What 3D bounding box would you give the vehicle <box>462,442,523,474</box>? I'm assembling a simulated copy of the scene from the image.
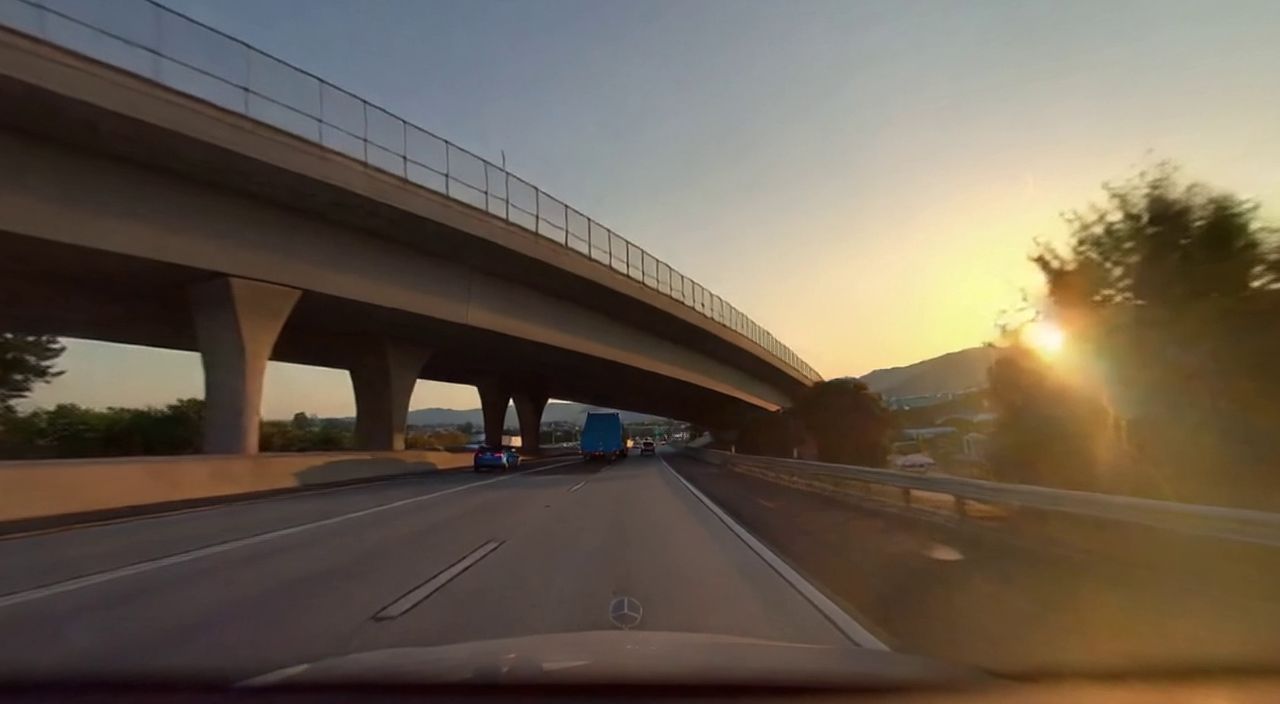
[{"bbox_3d":[-7.452,5.391,32.190,1.901,1.467,4.629,-1,-8,2],"label":"vehicle"}]
